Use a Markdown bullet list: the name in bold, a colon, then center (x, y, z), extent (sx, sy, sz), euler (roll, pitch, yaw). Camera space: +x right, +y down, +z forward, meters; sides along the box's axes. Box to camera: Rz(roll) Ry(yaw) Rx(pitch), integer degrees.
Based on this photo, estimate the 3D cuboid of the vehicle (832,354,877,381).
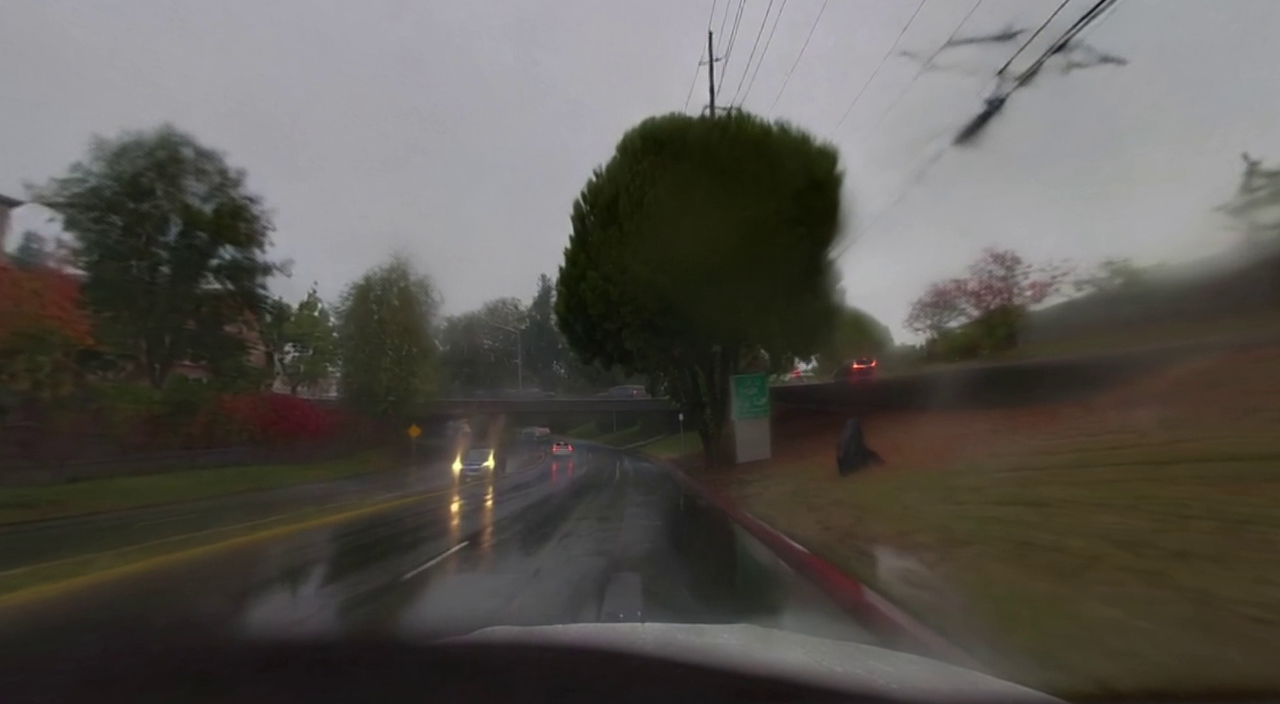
- **vehicle**: center (15.810, 1.219, 46.815), extent (2.058, 1.475, 4.587), euler (2, -7, 4)
